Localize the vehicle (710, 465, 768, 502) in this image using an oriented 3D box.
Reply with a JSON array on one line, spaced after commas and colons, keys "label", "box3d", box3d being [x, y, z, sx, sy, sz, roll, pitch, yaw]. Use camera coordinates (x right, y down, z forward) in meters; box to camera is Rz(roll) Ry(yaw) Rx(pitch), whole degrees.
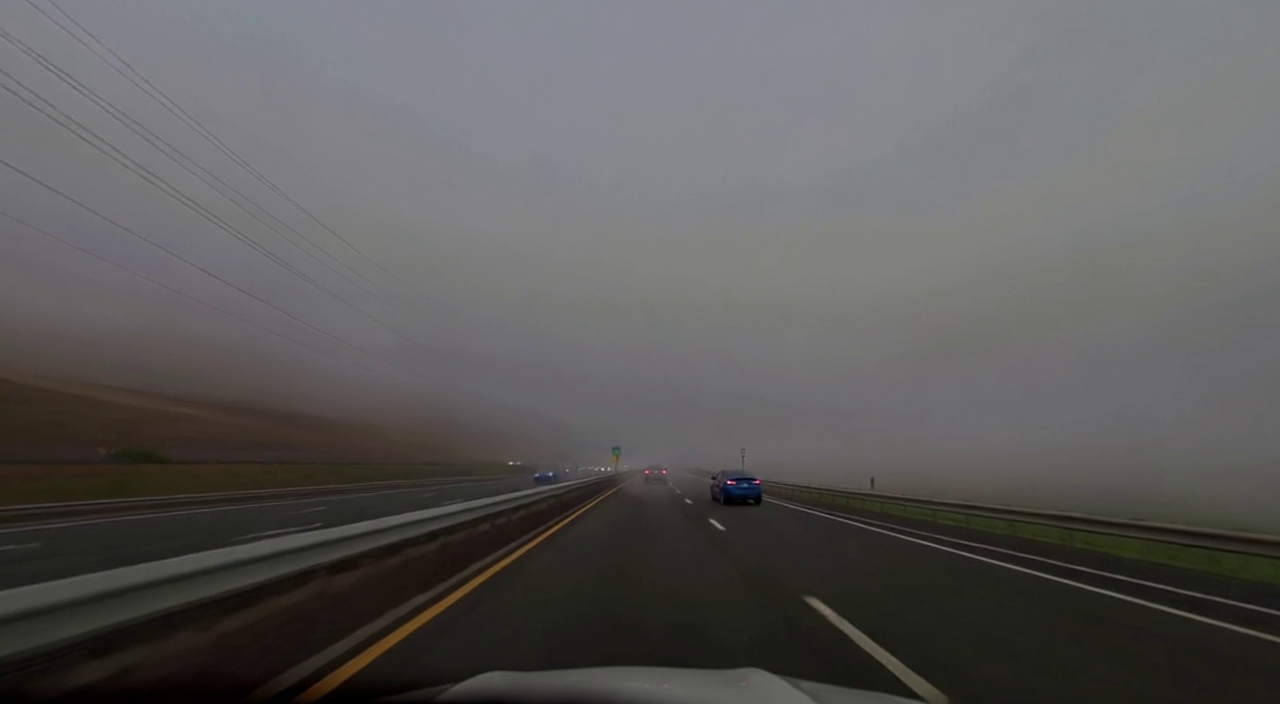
[{"label": "vehicle", "box3d": [4.500, 6.042, 29.122, 1.985, 1.521, 3.904, 1, -10, -1]}]
